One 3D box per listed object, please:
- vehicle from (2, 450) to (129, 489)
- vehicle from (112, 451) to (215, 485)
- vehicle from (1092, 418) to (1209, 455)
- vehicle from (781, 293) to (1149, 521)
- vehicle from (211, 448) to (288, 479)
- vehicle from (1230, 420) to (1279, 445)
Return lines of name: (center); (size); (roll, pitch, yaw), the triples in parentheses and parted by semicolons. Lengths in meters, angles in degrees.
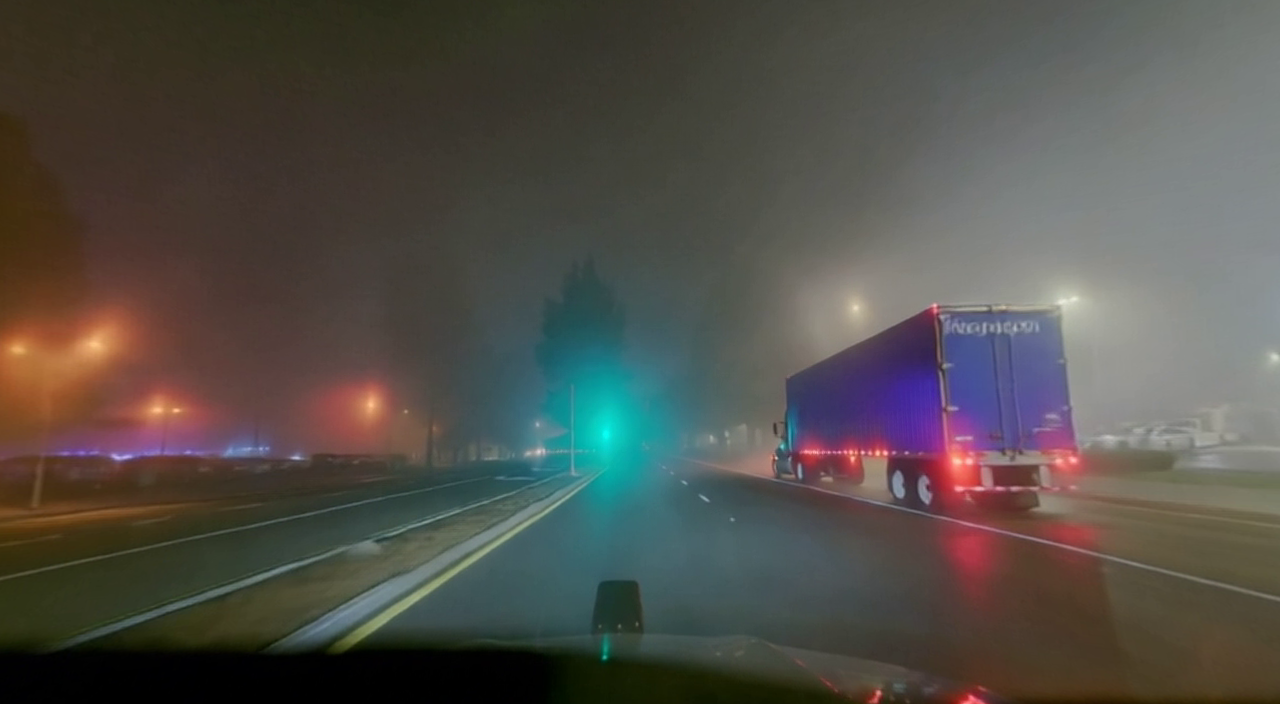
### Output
vehicle: (-30.326, 6.218, 33.622); (1.995, 1.773, 4.984); (-3, -10, 2)
vehicle: (-27.992, 6.803, 37.405); (2.037, 1.764, 5.556); (0, -8, -4)
vehicle: (32.391, 5.388, 40.226); (5.310, 2.217, 2.276); (0, -8, 2)
vehicle: (6.631, 1.708, 16.240); (3.120, 3.794, 11.510); (0, -8, -1)
vehicle: (-26.153, 7.520, 42.539); (2.090, 1.772, 5.499); (-2, -10, -5)
vehicle: (44.474, 5.675, 44.614); (1.698, 1.521, 3.784); (-5, -10, -1)
